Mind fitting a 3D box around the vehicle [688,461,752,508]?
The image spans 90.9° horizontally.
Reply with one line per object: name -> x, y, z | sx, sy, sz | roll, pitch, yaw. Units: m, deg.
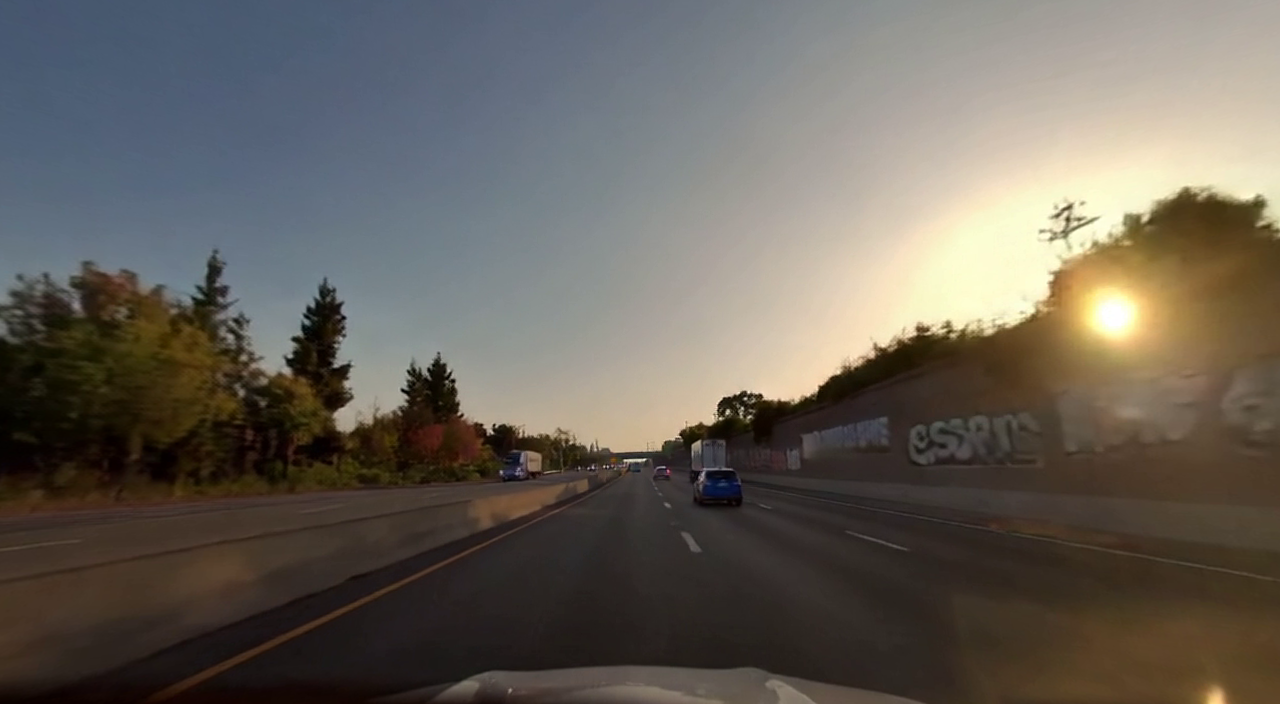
vehicle -> 2.980, 5.020, 24.145 | 2.011, 1.574, 3.512 | 2, -10, 0
